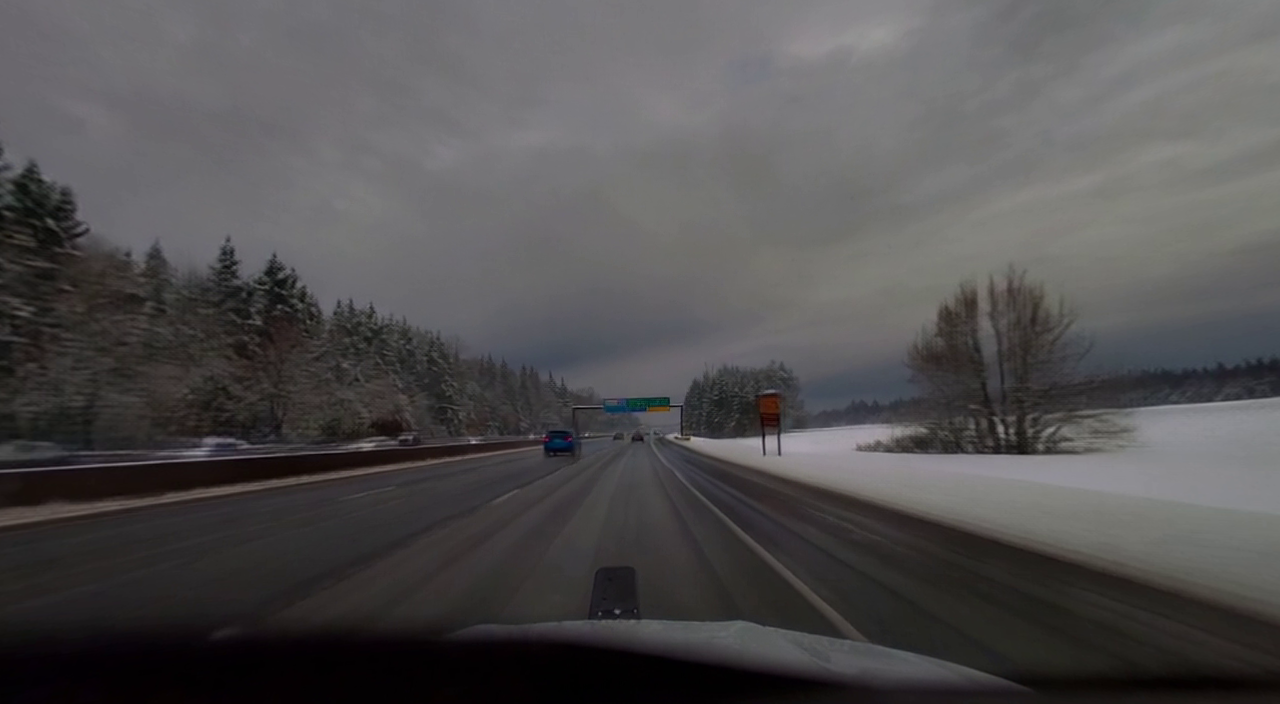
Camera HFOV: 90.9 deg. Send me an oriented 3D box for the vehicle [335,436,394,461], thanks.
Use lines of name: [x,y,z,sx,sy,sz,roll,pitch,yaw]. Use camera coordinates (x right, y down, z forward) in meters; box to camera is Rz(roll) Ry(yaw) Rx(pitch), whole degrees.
vehicle: [-16.701,5.828,38.405,1.791,1.430,3.919,0,-7,0]

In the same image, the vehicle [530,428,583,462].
vehicle: [-4.190,4.727,32.327,2.052,1.626,4.514,0,-7,1]

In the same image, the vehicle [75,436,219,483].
vehicle: [-16.839,3.642,21.815,1.837,1.429,3.986,0,-7,-1]
